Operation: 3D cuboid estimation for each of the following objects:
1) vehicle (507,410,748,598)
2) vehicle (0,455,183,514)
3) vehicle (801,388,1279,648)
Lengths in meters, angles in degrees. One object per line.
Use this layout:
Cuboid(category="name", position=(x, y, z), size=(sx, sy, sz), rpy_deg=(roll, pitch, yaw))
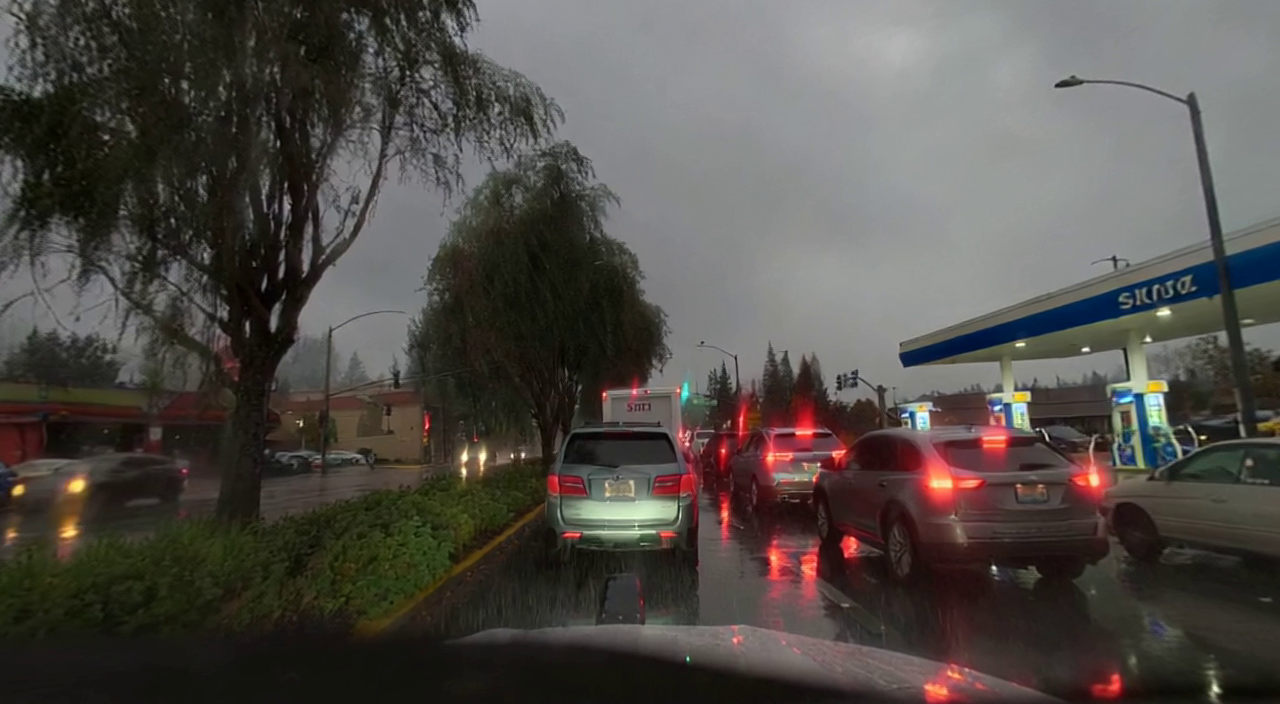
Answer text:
Cuboid(category="vehicle", position=(-0.150, 1.612, 7.463), size=(2.106, 1.613, 3.697), rpy_deg=(0, -9, -1))
Cuboid(category="vehicle", position=(-17.946, 4.296, 21.007), size=(2.137, 1.635, 4.457), rpy_deg=(0, -9, 0))
Cuboid(category="vehicle", position=(3.360, 1.420, 6.472), size=(2.056, 1.700, 4.399), rpy_deg=(0, -9, -3))
